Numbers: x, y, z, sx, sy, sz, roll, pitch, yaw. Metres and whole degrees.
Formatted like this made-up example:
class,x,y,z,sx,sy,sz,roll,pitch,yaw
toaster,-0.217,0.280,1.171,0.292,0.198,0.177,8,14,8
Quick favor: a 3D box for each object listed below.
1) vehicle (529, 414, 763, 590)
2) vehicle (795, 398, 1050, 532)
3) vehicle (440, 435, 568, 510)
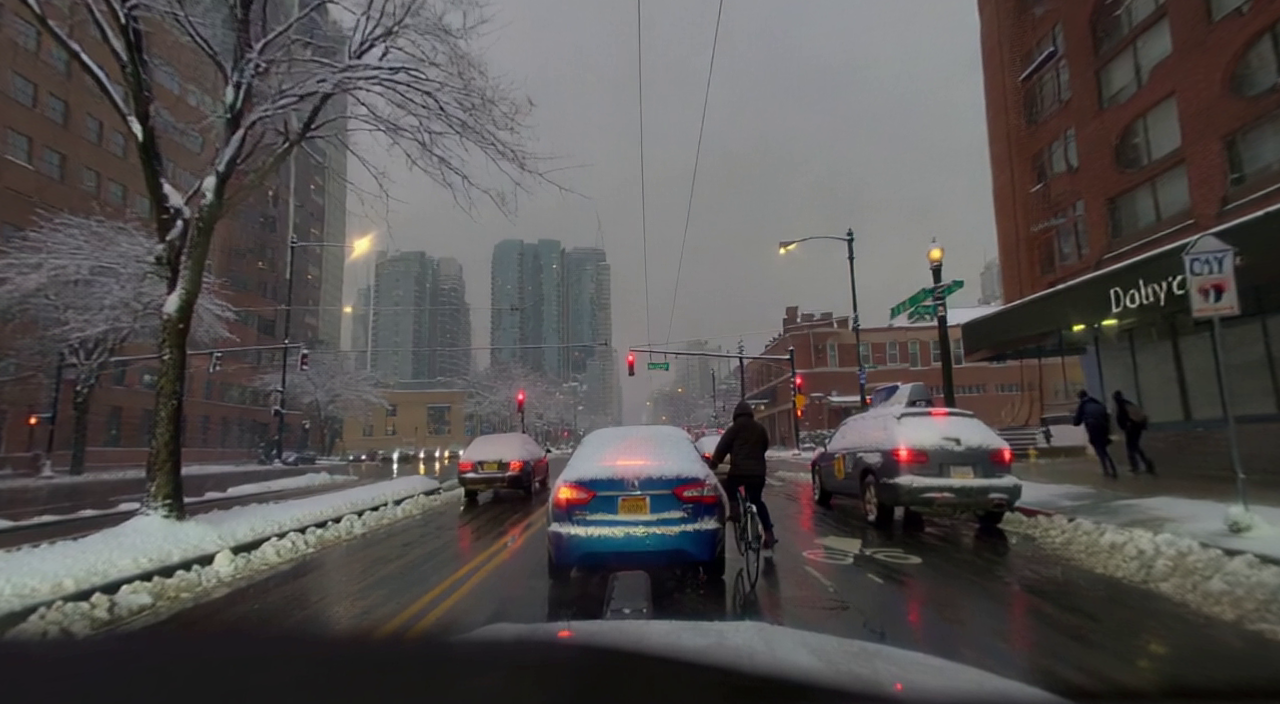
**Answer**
class,x,y,z,sx,sy,sz,roll,pitch,yaw
vehicle,0.040,1.647,7.716,2.091,1.557,4.000,0,-9,0
vehicle,4.510,1.916,11.160,2.142,1.829,4.767,0,-9,-2
vehicle,-2.949,2.728,14.789,2.039,1.452,4.489,0,-9,0
